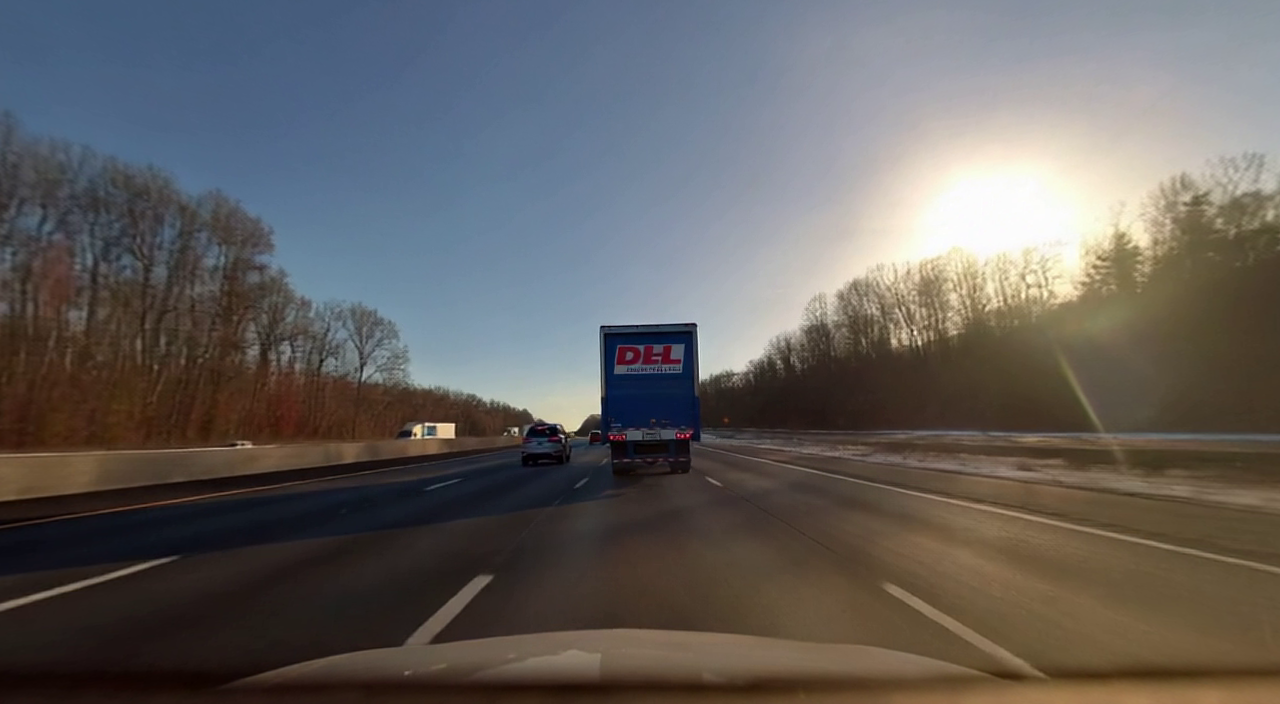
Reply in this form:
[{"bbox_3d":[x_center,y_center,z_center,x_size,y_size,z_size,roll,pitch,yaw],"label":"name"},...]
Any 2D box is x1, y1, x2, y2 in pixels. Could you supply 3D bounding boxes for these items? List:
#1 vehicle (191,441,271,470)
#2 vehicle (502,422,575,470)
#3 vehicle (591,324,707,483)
[{"bbox_3d":[-26.154,6.574,40.394,1.943,1.708,4.800,0,-8,-1],"label":"vehicle"},{"bbox_3d":[-4.065,3.862,26.167,2.394,1.787,5.186,0,-8,-3],"label":"vehicle"},{"bbox_3d":[0.137,1.918,21.064,3.011,4.211,8.926,0,-8,-1],"label":"vehicle"}]
